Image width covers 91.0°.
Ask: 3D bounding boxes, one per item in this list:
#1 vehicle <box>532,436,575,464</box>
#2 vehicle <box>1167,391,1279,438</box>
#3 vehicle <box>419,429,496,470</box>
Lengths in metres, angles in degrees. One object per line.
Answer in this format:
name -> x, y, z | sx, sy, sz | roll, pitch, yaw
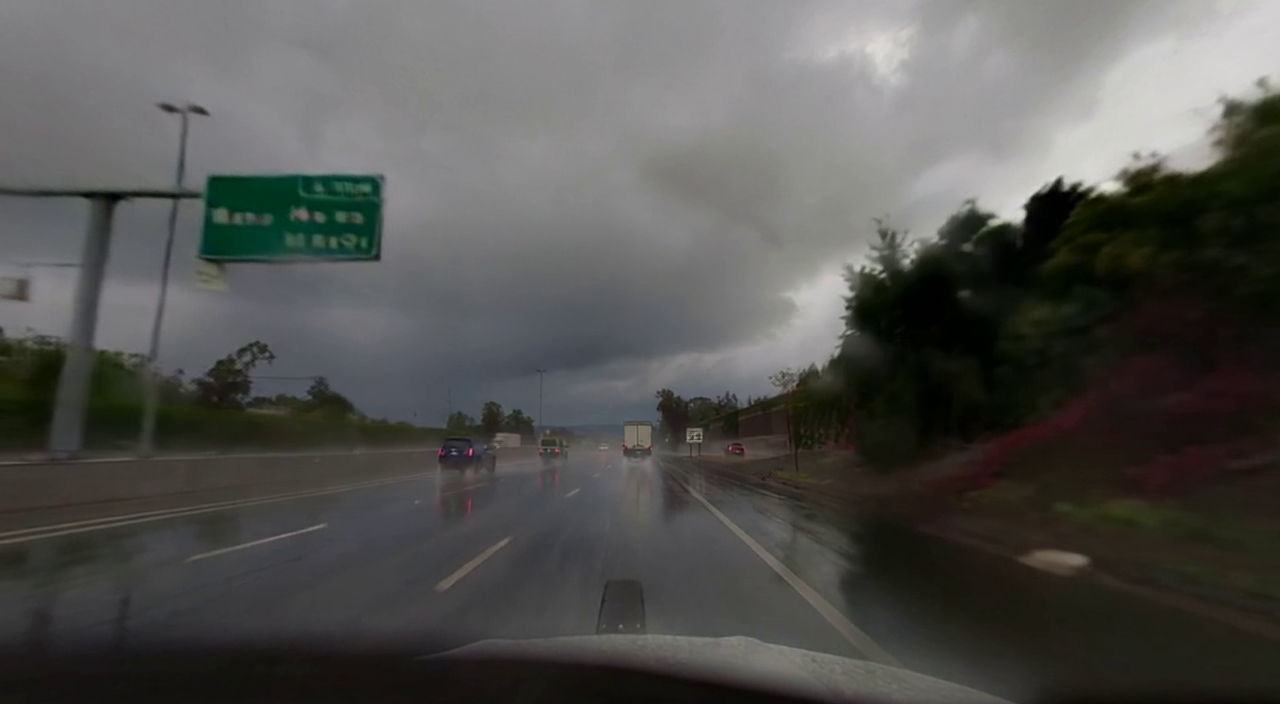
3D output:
vehicle -> -6.533, 7.497, 48.350 | 2.502, 1.997, 5.697 | 0, -9, 0
vehicle -> 23.334, 2.228, 22.640 | 2.401, 1.540, 6.222 | 2, -10, -18
vehicle -> -10.609, 5.777, 37.337 | 2.571, 2.169, 6.443 | 0, -9, 1
